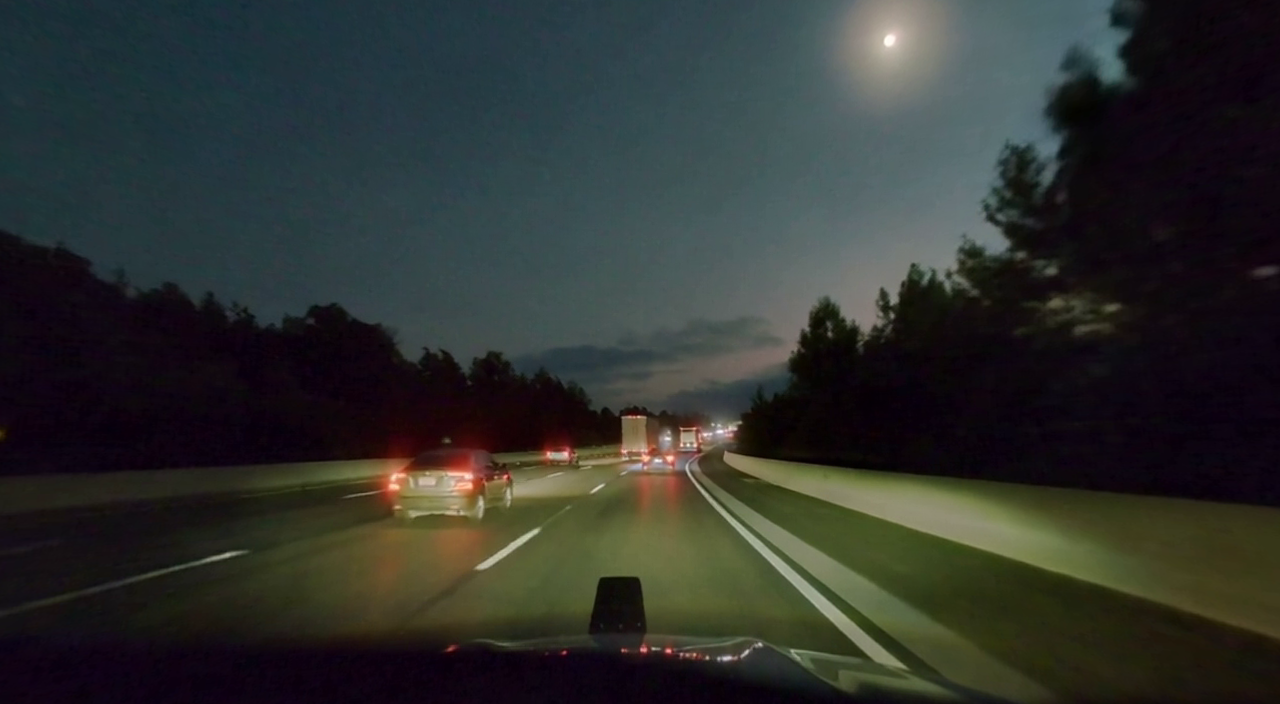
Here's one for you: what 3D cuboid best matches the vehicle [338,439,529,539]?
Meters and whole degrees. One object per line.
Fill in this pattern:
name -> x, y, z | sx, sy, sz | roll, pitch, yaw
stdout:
vehicle -> -3.553, 2.442, 11.950 | 1.916, 1.486, 4.631 | -1, -9, 2

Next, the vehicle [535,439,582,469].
vehicle -> -5.358, 6.820, 42.361 | 2.142, 1.833, 4.854 | -1, -9, 5

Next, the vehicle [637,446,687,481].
vehicle -> 0.982, 4.758, 27.098 | 1.984, 1.365, 3.767 | -1, -9, 3
